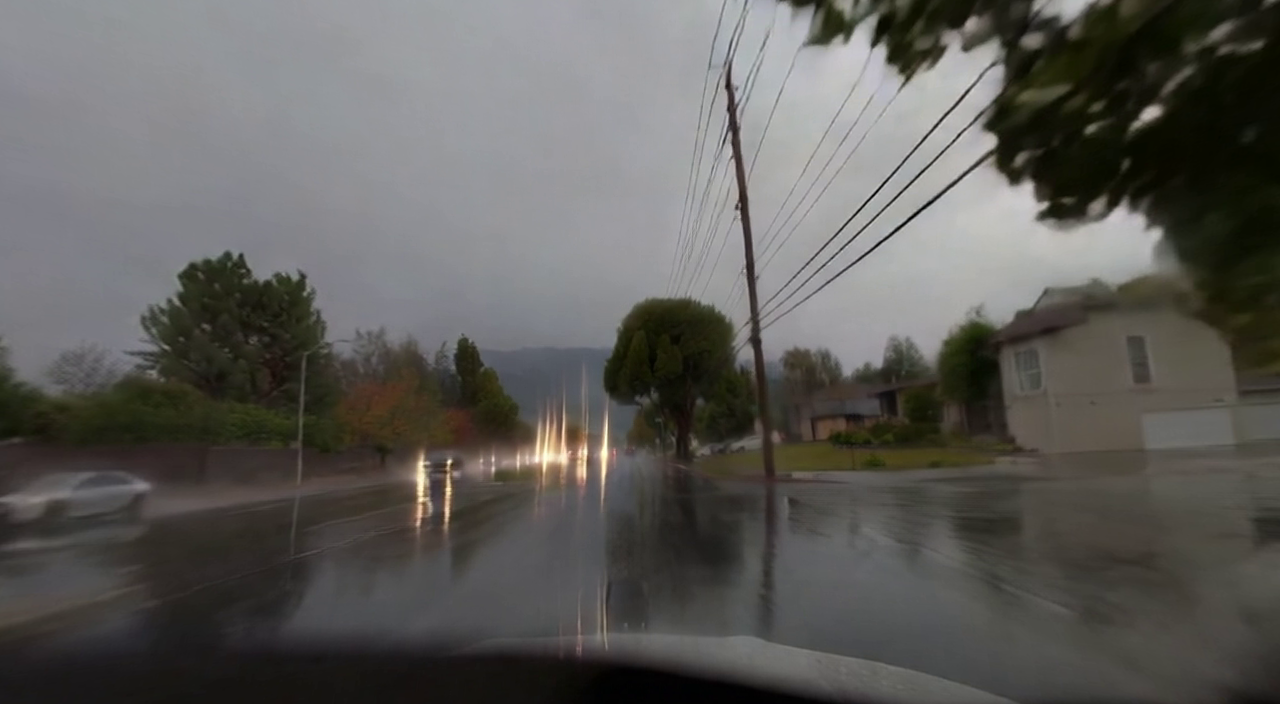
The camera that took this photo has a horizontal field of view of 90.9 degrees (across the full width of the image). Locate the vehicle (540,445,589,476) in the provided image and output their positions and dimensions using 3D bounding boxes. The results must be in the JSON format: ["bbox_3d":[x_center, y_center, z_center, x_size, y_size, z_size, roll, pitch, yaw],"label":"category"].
[{"bbox_3d":[-3.839,5.577,32.702,2.084,1.466,4.522,0,-9,-1],"label":"vehicle"}]

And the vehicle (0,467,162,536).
[{"bbox_3d":[-15.990,4.007,17.415,1.937,1.480,4.755,0,-9,-1],"label":"vehicle"}]

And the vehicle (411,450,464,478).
[{"bbox_3d":[-12.616,6.979,39.559,1.954,1.648,4.287,-1,-9,-1],"label":"vehicle"}]
